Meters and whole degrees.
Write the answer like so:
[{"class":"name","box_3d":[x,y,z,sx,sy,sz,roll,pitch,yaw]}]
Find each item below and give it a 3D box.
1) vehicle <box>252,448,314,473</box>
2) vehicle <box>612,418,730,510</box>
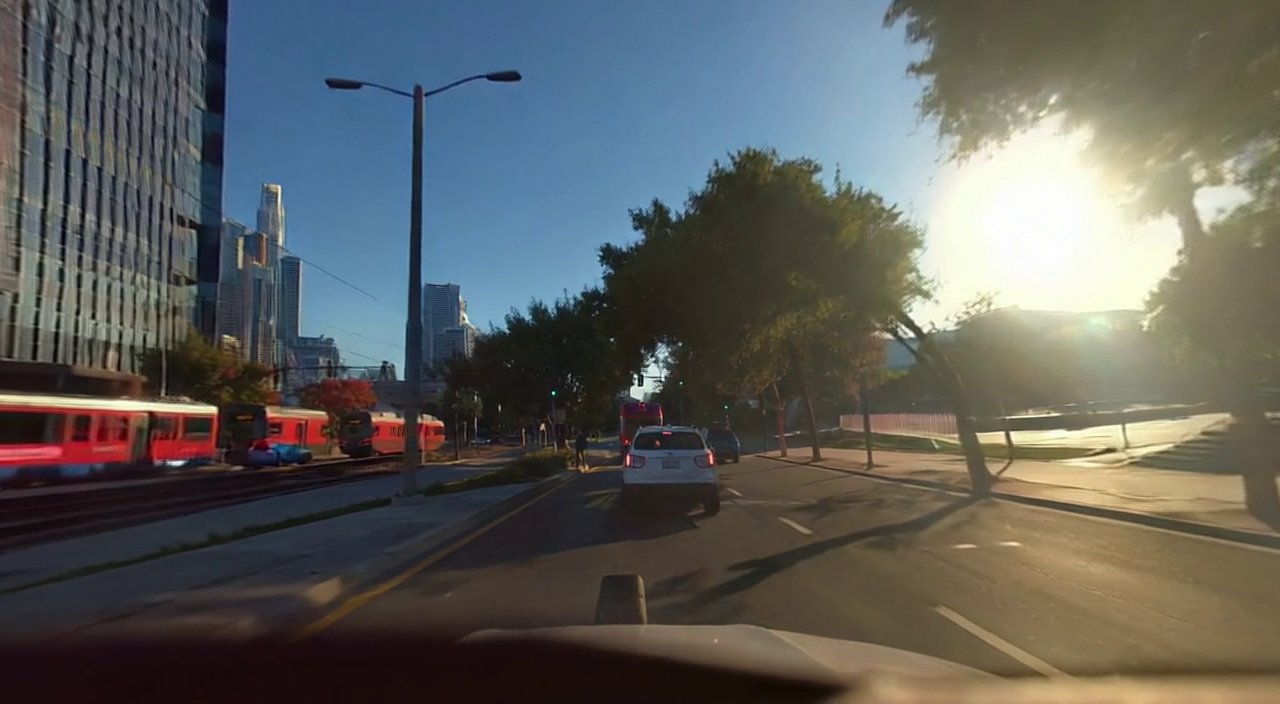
[{"class":"vehicle","box_3d":[-23.423,7.106,41.471,1.900,1.465,4.781,1,-9,-8]},{"class":"vehicle","box_3d":[0.541,2.387,13.785,2.190,1.684,4.084,0,-9,-1]}]
